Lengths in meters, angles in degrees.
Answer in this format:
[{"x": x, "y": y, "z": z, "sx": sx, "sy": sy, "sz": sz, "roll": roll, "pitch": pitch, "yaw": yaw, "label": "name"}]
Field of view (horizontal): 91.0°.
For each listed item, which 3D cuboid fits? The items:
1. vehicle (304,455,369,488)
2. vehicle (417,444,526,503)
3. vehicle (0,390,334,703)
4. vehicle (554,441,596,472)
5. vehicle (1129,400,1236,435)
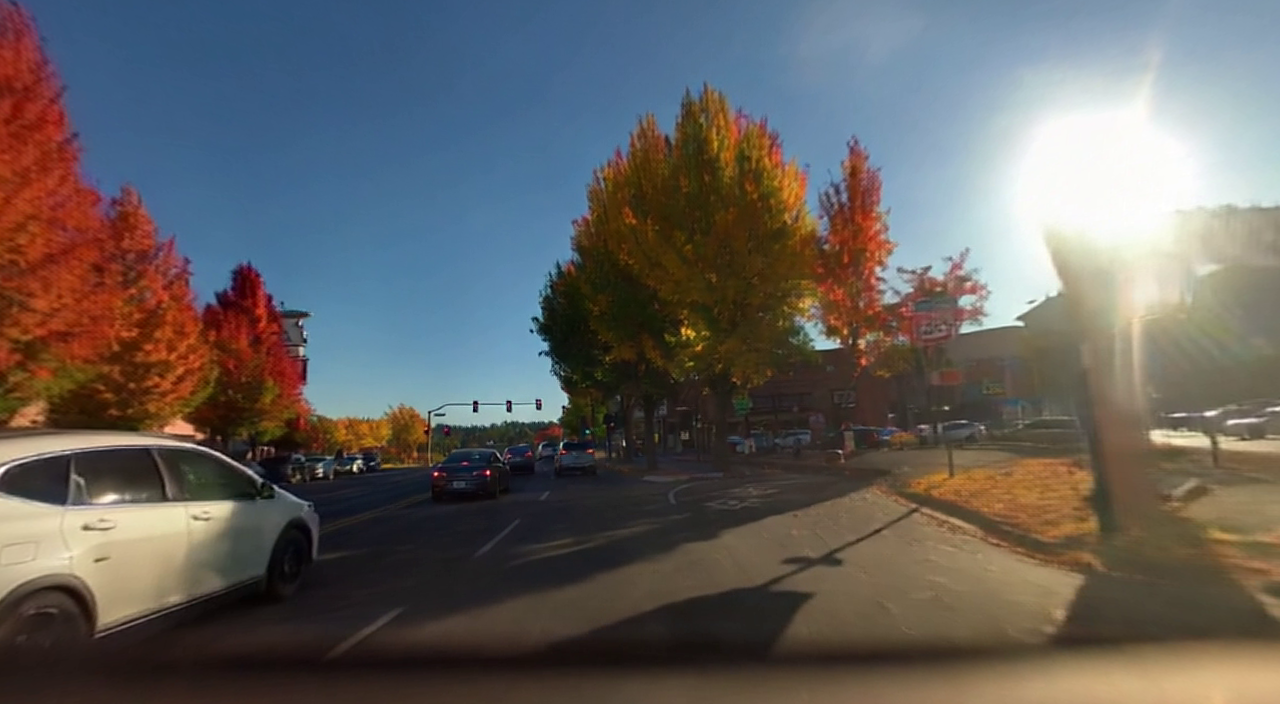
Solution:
[{"x": -17.099, "y": 6.735, "z": 35.743, "sx": 2.039, "sy": 1.672, "sz": 4.596, "roll": 2, "pitch": -9, "yaw": -10, "label": "vehicle"}, {"x": -4.831, "y": 3.545, "z": 18.964, "sx": 2.090, "sy": 1.506, "sz": 5.326, "roll": 1, "pitch": -9, "yaw": -3, "label": "vehicle"}, {"x": -4.105, "y": 1.151, "z": 3.933, "sx": 2.085, "sy": 1.663, "sz": 4.513, "roll": 1, "pitch": -9, "yaw": 0, "label": "vehicle"}, {"x": -3.972, "y": 6.245, "z": 37.763, "sx": 2.144, "sy": 1.704, "sz": 4.028, "roll": 2, "pitch": -9, "yaw": -10, "label": "vehicle"}, {"x": 33.003, "y": 3.966, "z": 38.412, "sx": 2.110, "sy": 1.696, "sz": 4.653, "roll": 15, "pitch": -11, "yaw": -40, "label": "vehicle"}]
